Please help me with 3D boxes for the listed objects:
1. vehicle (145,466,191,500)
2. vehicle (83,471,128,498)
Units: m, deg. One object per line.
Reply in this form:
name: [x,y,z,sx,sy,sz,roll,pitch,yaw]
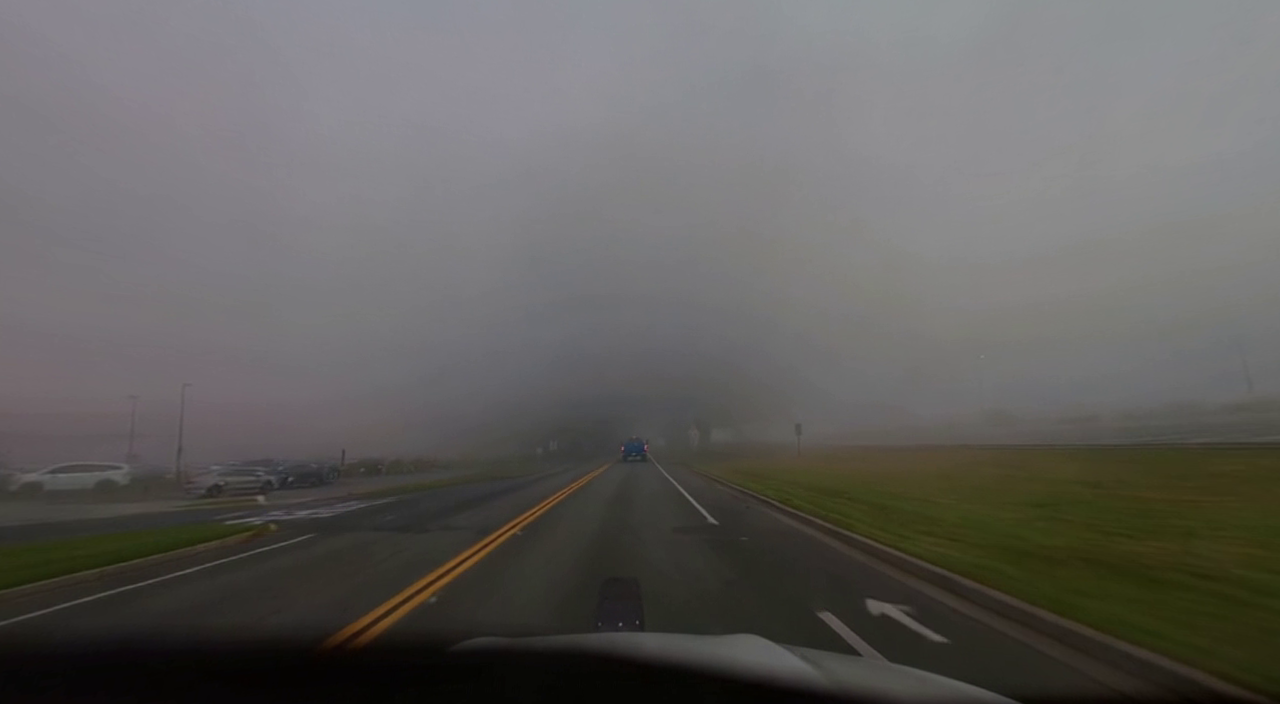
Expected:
vehicle: [-27.838,7.667,37.335,1.930,1.718,4.438,6,-10,-35]
vehicle: [-32.023,7.903,37.813,1.747,1.468,3.972,7,-13,-42]
